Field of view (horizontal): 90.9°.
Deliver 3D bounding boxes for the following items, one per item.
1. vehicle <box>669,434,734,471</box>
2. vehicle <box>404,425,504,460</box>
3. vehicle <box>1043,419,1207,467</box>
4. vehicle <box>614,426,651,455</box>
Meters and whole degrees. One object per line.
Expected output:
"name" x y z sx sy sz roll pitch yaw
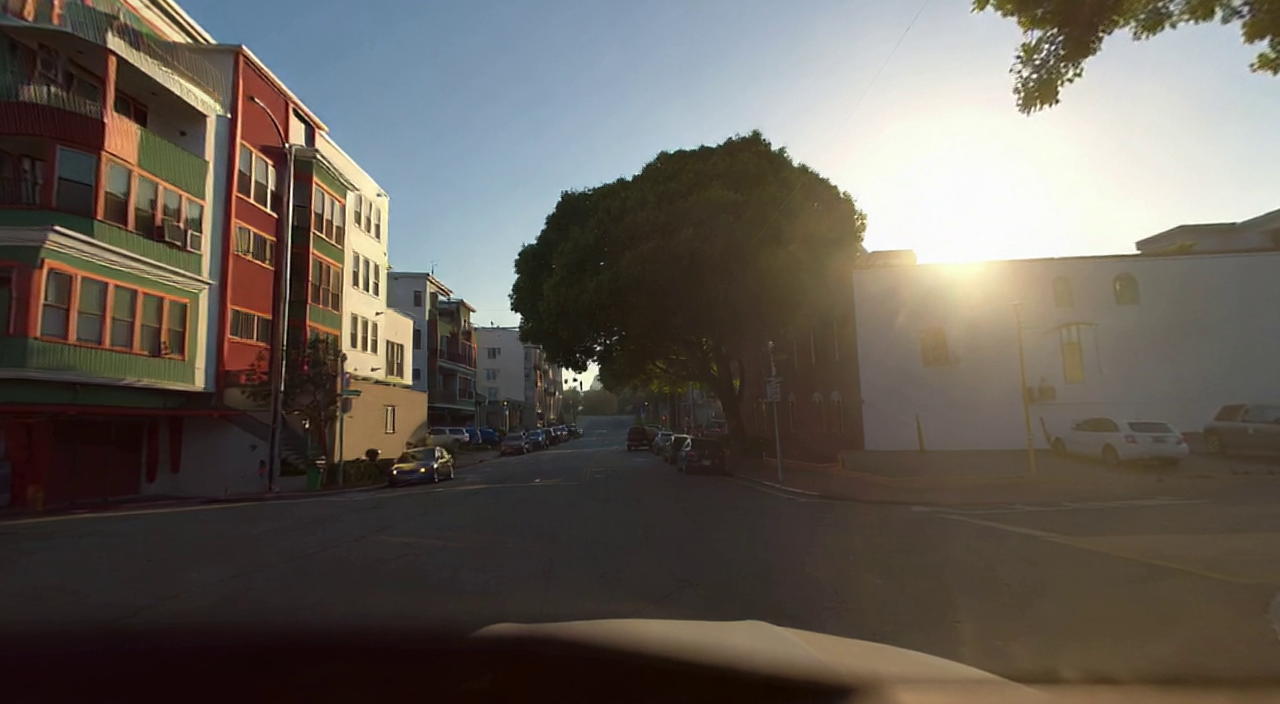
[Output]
"vehicle" 2.507 4.297 27.051 2.290 1.456 4.503 0 -8 -1
"vehicle" -11.443 5.589 38.872 5.540 1.950 2.113 4 -12 -28
"vehicle" 15.370 2.915 20.144 3.752 1.453 1.709 0 -9 2
"vehicle" -0.476 6.110 43.286 2.412 1.834 4.636 0 -8 0
